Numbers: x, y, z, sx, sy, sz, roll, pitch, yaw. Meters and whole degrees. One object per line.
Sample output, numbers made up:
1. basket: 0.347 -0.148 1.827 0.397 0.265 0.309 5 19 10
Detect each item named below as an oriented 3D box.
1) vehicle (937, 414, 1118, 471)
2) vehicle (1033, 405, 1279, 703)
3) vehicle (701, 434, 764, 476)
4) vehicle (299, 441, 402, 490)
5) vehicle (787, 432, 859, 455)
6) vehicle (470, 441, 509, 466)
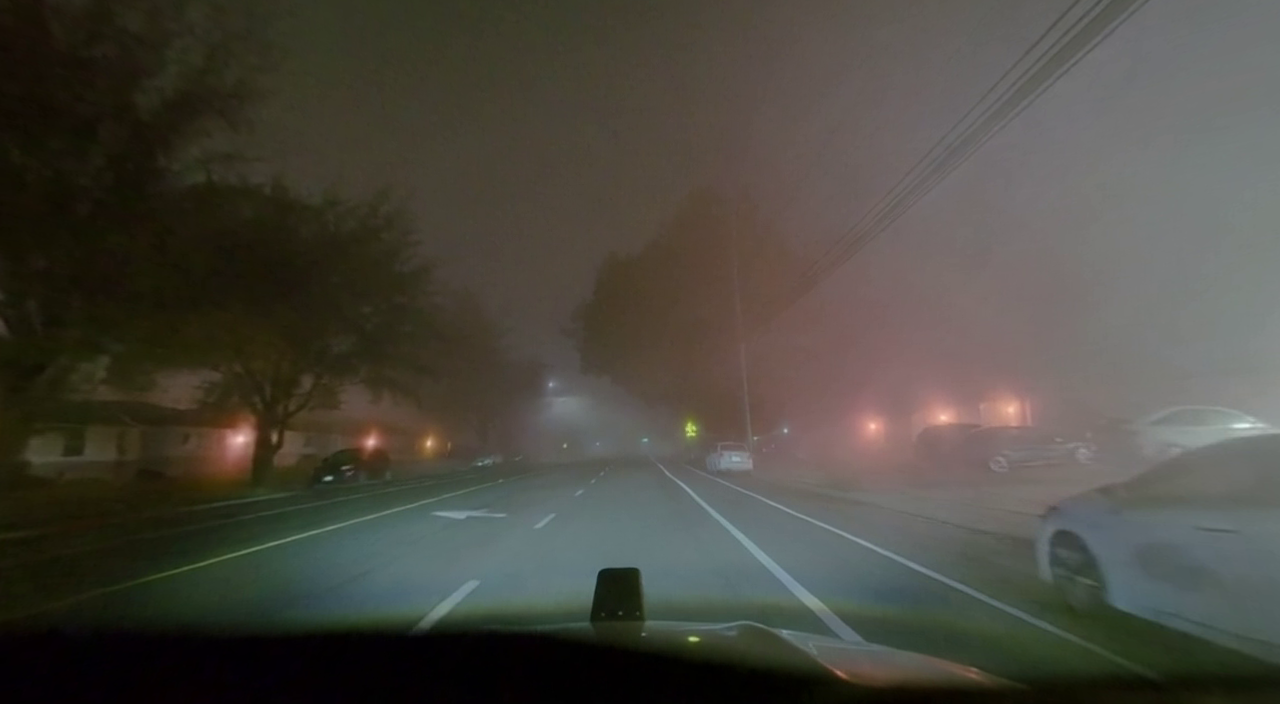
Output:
1. vehicle: 12.096 2.855 19.979 4.364 1.677 2.006 0 -8 -1
2. vehicle: 4.123 1.006 2.951 1.901 1.521 4.204 0 -8 1
3. vehicle: 3.892 4.419 27.449 2.007 1.657 4.362 0 -8 -1
4. vehicle: -11.105 4.347 24.674 2.091 1.717 4.392 0 -8 -3
5. vehicle: 12.185 6.115 42.307 4.285 1.434 1.740 0 -8 0
6. vehicle: -11.182 7.573 47.080 1.964 1.667 4.217 -3 -9 -2
